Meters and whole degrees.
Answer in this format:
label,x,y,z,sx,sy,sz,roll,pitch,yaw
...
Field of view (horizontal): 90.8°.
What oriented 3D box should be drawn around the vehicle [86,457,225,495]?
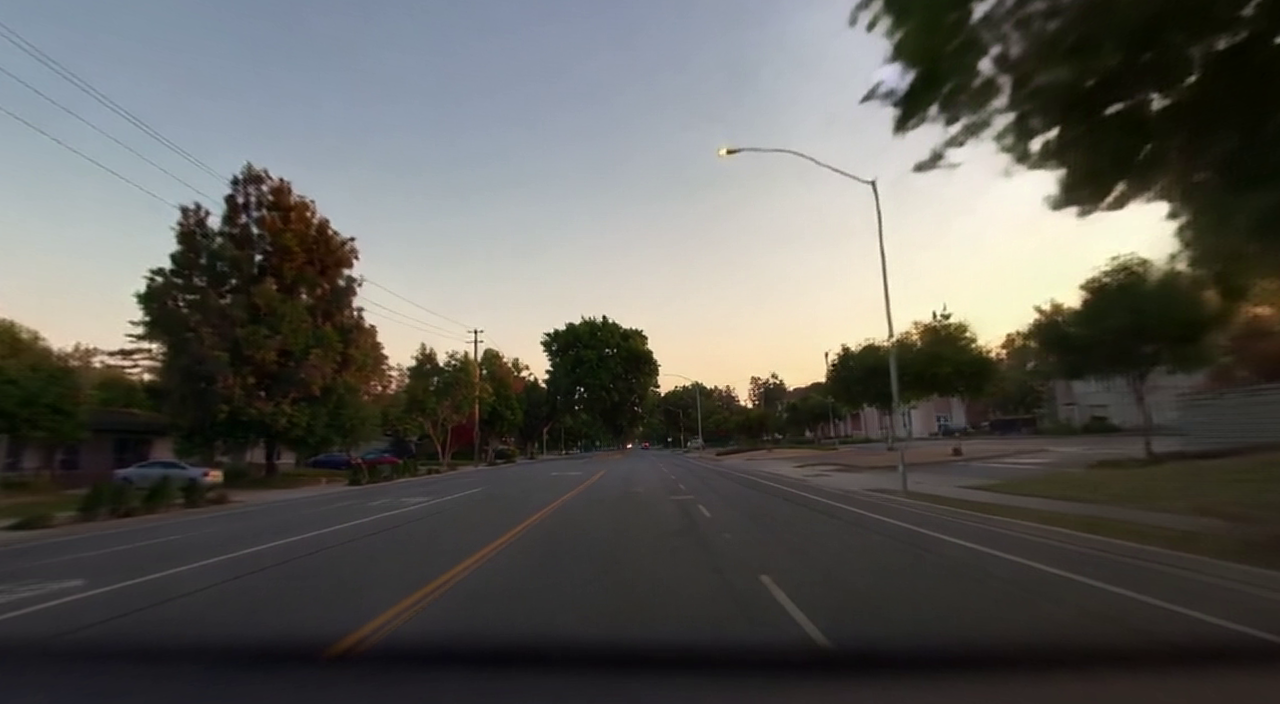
label,x,y,z,sx,sy,sz,roll,pitch,yaw
vehicle,-21.662,5.501,28.407,1.859,1.461,4.646,-9,-12,44
